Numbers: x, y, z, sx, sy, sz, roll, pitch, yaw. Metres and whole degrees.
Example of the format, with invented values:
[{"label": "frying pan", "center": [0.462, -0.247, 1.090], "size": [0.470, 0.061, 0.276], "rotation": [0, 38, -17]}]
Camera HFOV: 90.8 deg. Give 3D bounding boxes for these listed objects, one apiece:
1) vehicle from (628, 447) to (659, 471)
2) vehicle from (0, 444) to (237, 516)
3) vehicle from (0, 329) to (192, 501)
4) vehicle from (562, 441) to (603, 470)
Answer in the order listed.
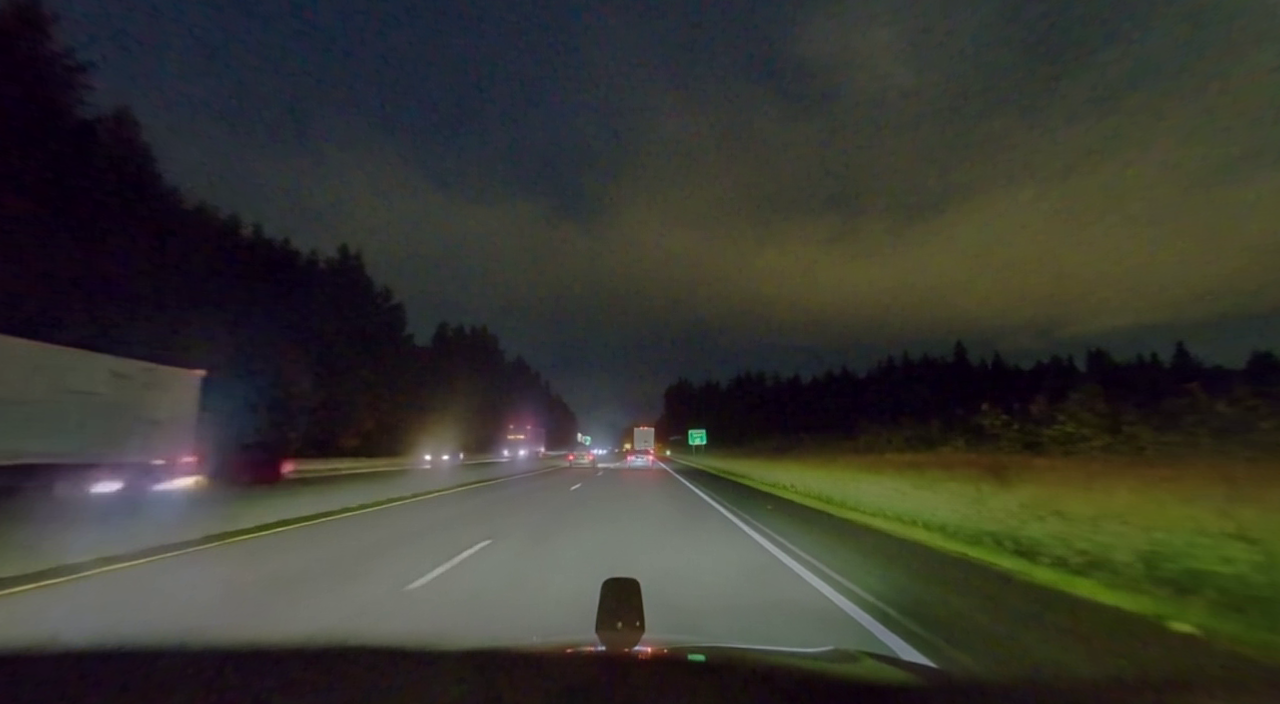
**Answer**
[{"label": "vehicle", "center": [0.235, 6.737, 39.937], "size": [1.853, 1.436, 3.438], "rotation": [0, -9, 0]}, {"label": "vehicle", "center": [-11.762, 2.871, 14.637], "size": [1.918, 1.396, 4.332], "rotation": [0, -9, 0]}, {"label": "vehicle", "center": [-15.967, 1.230, 13.064], "size": [2.865, 3.869, 14.320], "rotation": [0, -9, 0]}, {"label": "vehicle", "center": [-3.652, 6.655, 40.676], "size": [2.097, 1.722, 4.808], "rotation": [0, -9, 1]}]
